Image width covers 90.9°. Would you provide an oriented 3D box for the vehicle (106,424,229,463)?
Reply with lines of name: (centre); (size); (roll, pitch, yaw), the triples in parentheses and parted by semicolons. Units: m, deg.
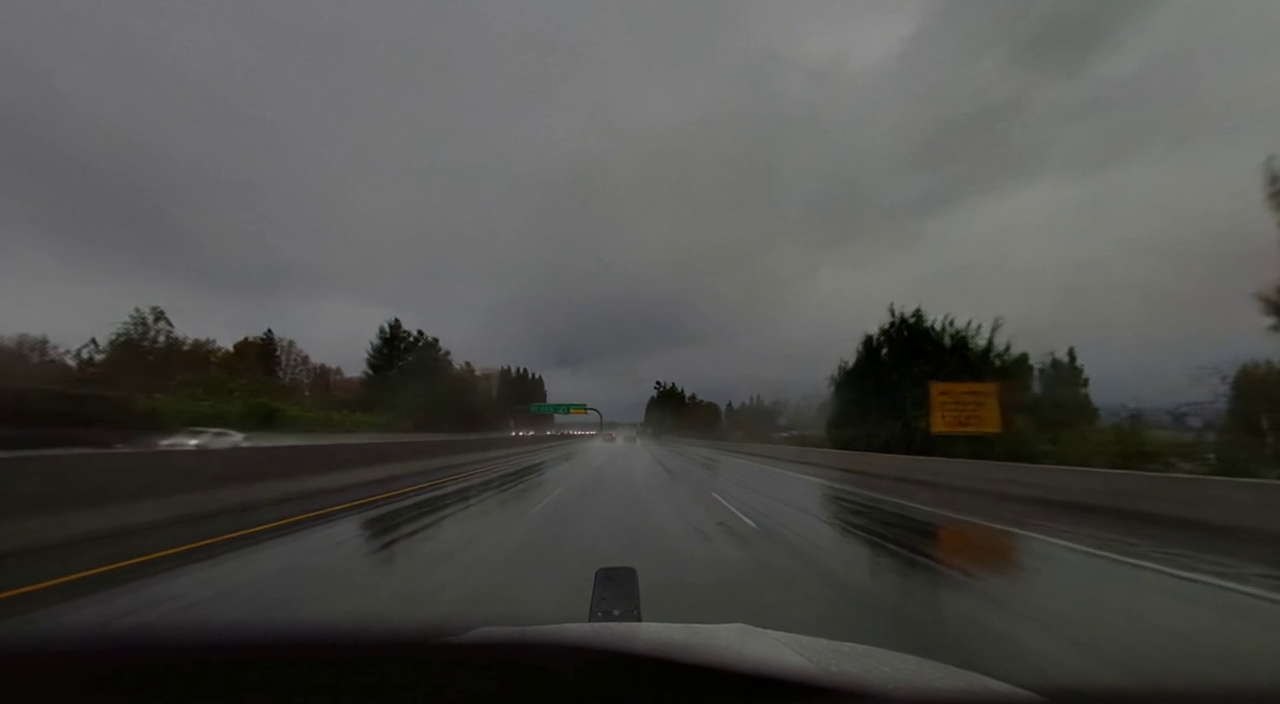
vehicle: (-19.409, 3.772, 26.136); (1.837, 1.471, 4.219); (0, -8, 0)
